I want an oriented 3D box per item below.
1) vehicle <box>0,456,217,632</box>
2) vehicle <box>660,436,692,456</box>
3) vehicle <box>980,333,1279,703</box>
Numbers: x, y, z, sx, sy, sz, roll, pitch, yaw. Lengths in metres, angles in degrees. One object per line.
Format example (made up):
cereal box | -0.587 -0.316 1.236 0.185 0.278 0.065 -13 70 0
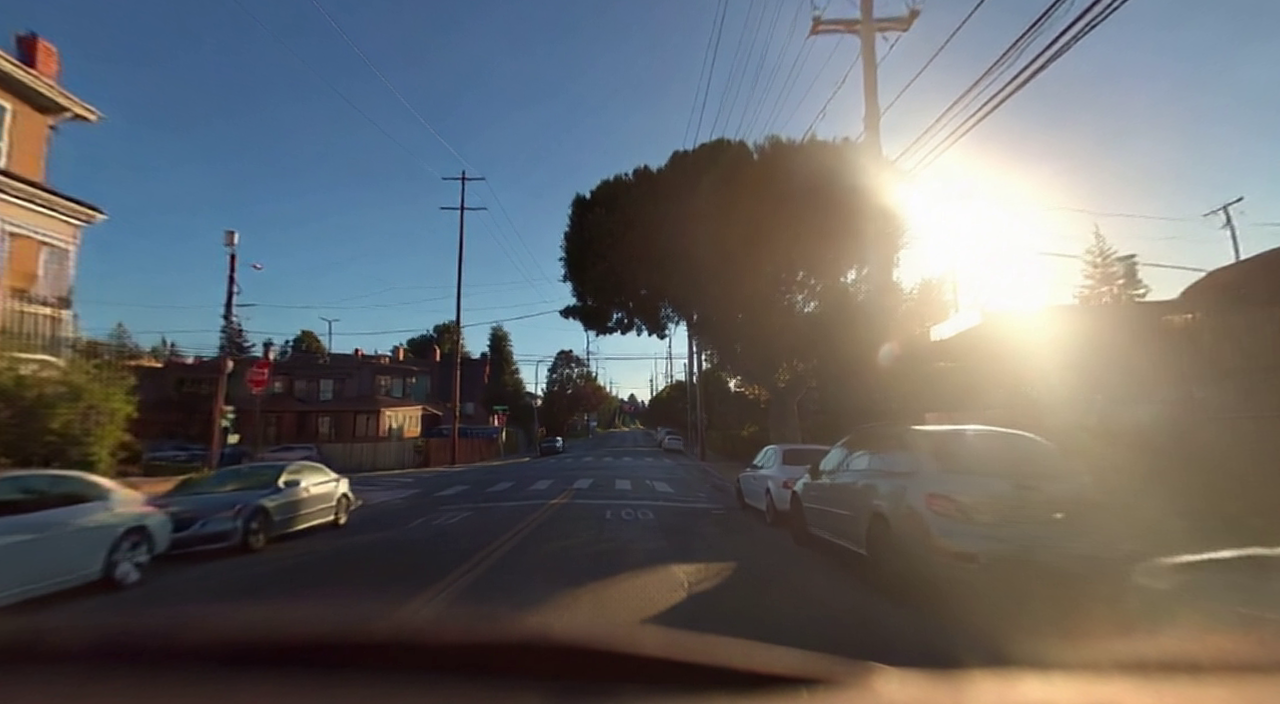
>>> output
vehicle | -6.532 1.751 5.985 2.098 1.454 4.449 0 -9 -3
vehicle | 2.798 7.442 49.871 2.120 1.487 4.360 0 -9 -3
vehicle | 3.209 0.674 1.183 2.086 1.759 5.461 0 -9 0
